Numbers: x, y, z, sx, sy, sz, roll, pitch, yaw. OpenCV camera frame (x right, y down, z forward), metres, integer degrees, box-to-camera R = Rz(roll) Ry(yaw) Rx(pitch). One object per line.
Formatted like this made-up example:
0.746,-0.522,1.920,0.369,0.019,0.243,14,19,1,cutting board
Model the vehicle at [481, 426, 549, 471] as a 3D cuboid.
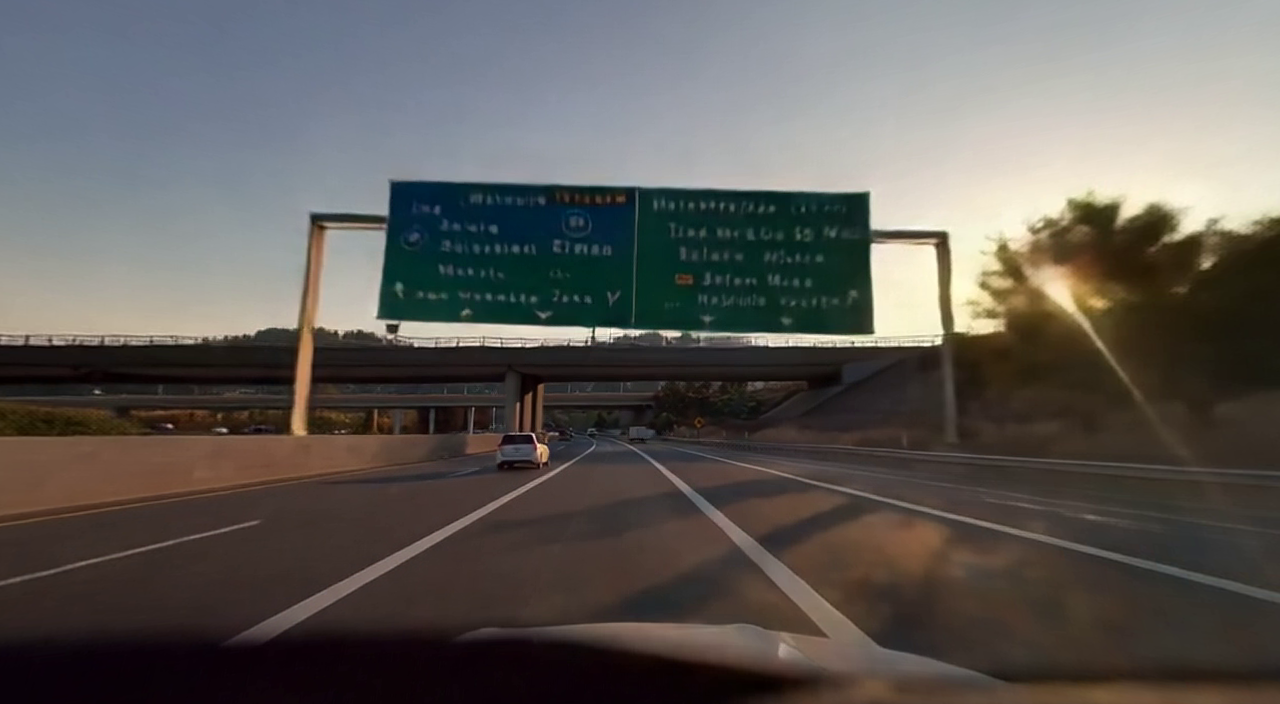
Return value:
-4.653,3.650,24.010,1.878,1.548,3.966,0,-8,-2,vehicle
